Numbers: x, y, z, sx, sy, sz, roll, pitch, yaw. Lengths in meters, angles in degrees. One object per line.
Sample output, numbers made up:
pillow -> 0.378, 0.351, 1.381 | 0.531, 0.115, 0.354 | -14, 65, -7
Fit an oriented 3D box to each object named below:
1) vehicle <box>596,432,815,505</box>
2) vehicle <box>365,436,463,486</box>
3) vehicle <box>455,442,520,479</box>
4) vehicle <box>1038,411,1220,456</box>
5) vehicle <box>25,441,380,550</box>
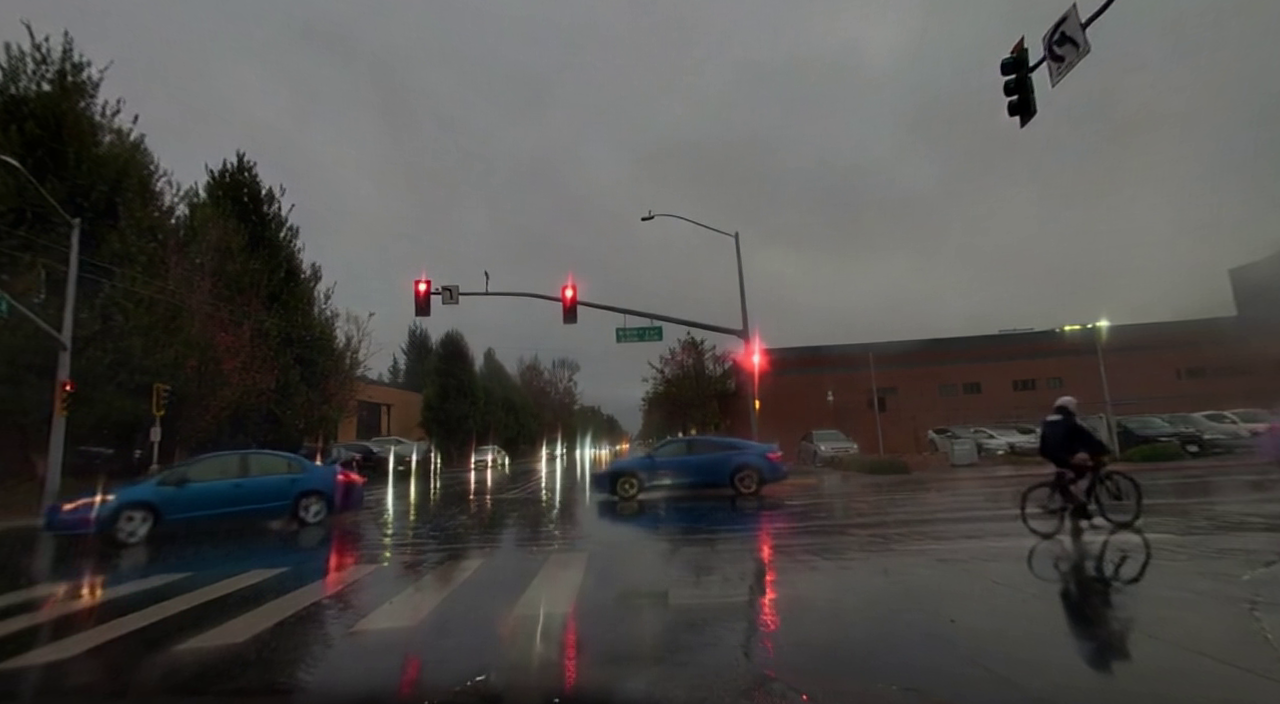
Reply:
vehicle -> 1.329, 2.509, 13.700 | 4.385, 1.419, 1.855 | -1, -9, 2
vehicle -> -10.167, 4.952, 29.055 | 2.475, 1.940, 5.702 | -3, -9, 0
vehicle -> -6.977, 4.990, 29.319 | 2.024, 1.470, 4.153 | -3, -9, -1
vehicle -> 16.899, 2.904, 22.135 | 4.560, 1.453, 1.851 | -3, -9, 18
vehicle -> -7.017, 2.236, 10.570 | 4.533, 1.419, 1.755 | 8, -12, -42
